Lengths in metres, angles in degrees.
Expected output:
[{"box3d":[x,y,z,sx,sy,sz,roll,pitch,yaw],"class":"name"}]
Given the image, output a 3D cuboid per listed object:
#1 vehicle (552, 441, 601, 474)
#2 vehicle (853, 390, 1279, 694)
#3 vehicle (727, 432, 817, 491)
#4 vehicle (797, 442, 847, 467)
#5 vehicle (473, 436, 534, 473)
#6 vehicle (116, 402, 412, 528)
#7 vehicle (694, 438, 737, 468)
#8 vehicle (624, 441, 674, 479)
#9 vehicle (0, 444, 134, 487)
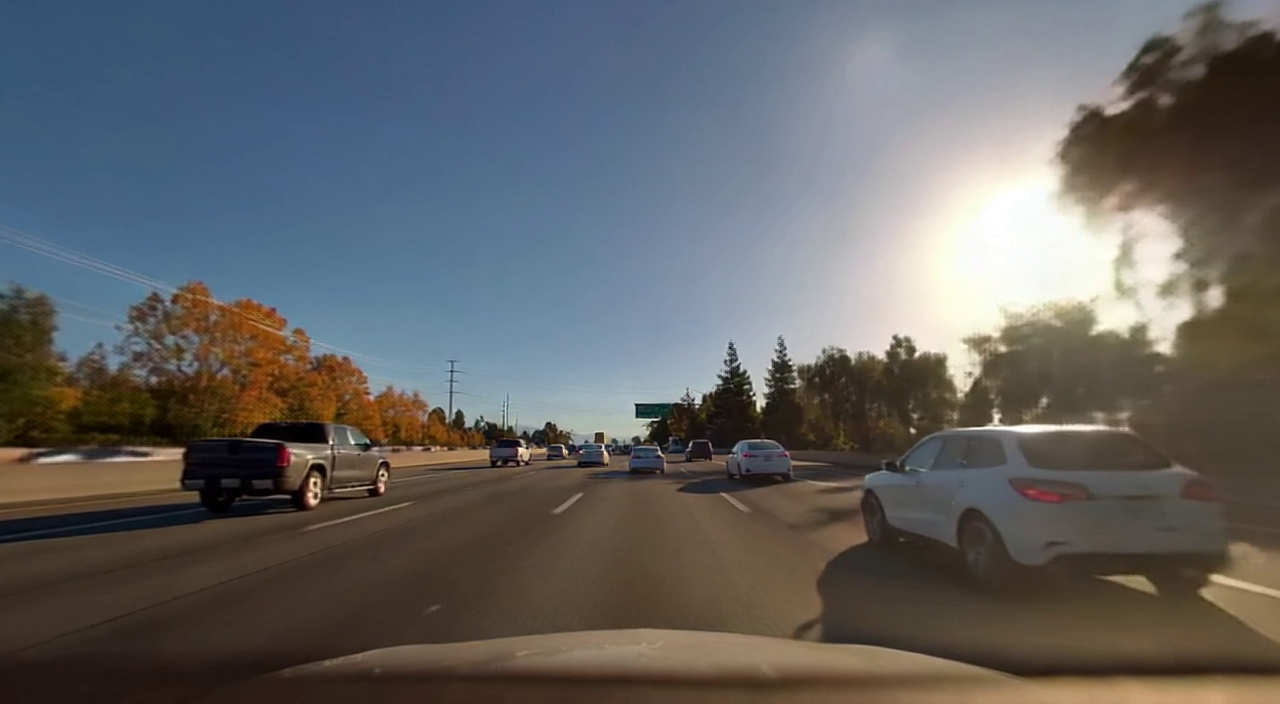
[{"box3d":[-3.003,5.123,30.806,1.904,1.479,4.274,0,-8,1],"class":"vehicle"},{"box3d":[3.643,1.320,5.546,2.051,1.595,4.301,0,-8,1],"class":"vehicle"},{"box3d":[4.187,3.531,20.699,2.002,1.691,4.290,0,-8,0],"class":"vehicle"},{"box3d":[11.625,6.562,40.553,1.816,1.480,4.468,0,-8,0],"class":"vehicle"},{"box3d":[-6.653,5.057,31.201,1.978,1.680,4.263,0,-8,1],"class":"vehicle"},{"box3d":[-6.913,2.182,12.752,2.269,1.936,5.777,-1,-8,2],"class":"vehicle"},{"box3d":[4.721,6.353,39.939,2.195,1.778,4.455,0,-8,0],"class":"vehicle"},{"box3d":[0.350,4.510,26.542,1.966,1.444,3.986,0,-8,0],"class":"vehicle"},{"box3d":[-23.844,4.595,26.027,1.956,1.583,4.753,0,-8,1],"class":"vehicle"}]
